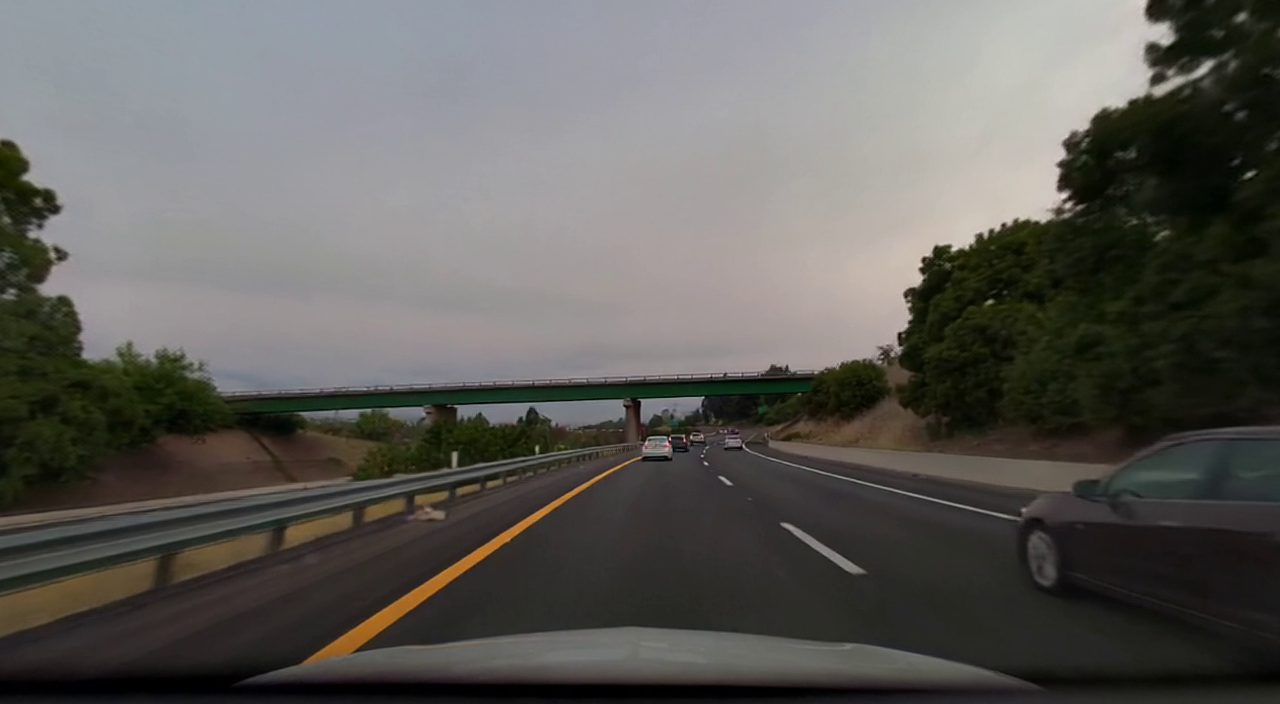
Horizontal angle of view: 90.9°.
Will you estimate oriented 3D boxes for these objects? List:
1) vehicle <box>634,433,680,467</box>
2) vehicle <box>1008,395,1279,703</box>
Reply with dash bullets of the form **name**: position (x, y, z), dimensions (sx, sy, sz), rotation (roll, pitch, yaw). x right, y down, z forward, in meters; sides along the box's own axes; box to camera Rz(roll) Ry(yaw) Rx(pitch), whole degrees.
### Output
- **vehicle**: position (0.839, 4.594, 29.644), dimensions (1.993, 1.461, 3.812), rotation (-1, -8, 3)
- **vehicle**: position (4.100, 0.944, 2.906), dimensions (2.163, 1.489, 4.470), rotation (0, -8, 1)
